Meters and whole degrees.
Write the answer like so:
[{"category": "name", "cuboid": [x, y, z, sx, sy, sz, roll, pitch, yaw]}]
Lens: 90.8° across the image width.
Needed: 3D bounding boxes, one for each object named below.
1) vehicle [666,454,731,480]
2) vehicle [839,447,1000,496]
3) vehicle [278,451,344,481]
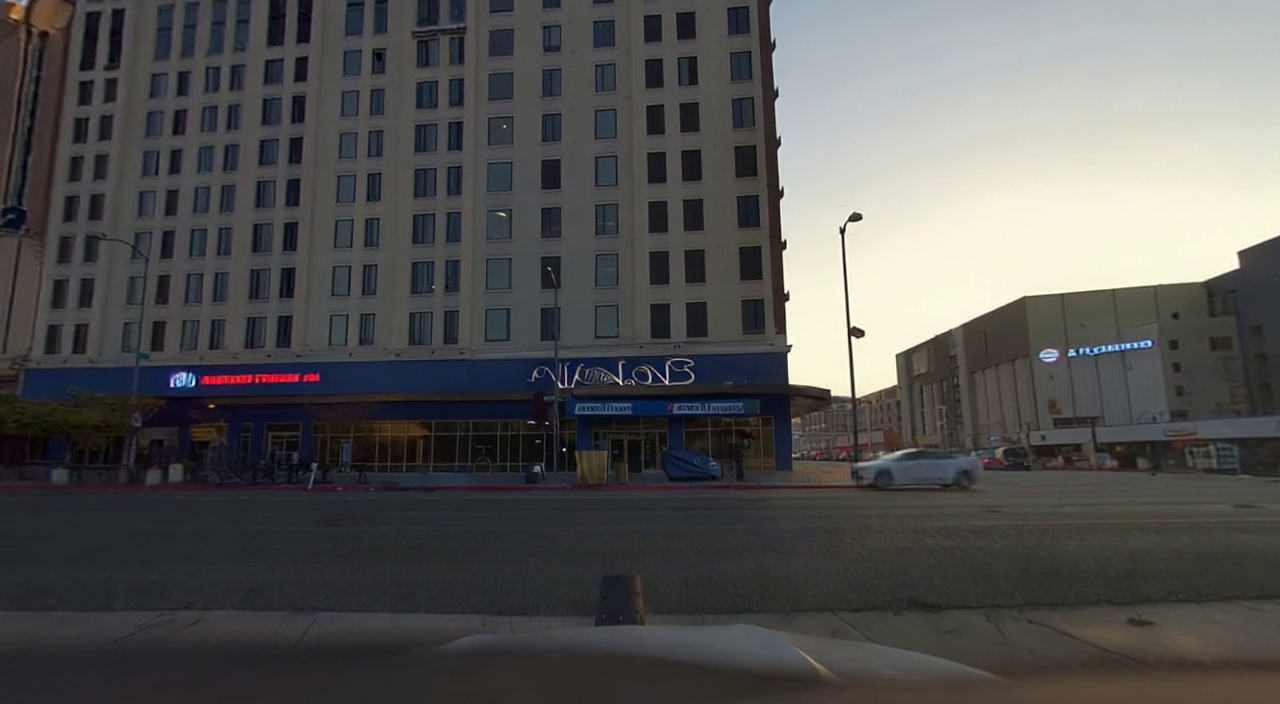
[{"category": "vehicle", "cuboid": [3.581, 7.180, 39.706, 1.812, 1.468, 4.519, 5, -10, -28]}, {"category": "vehicle", "cuboid": [10.058, 4.299, 23.036, 4.889, 1.659, 2.059, 1, -9, -4]}, {"category": "vehicle", "cuboid": [-20.035, 6.868, 38.430, 4.596, 1.680, 1.936, -8, -11, 41]}]
